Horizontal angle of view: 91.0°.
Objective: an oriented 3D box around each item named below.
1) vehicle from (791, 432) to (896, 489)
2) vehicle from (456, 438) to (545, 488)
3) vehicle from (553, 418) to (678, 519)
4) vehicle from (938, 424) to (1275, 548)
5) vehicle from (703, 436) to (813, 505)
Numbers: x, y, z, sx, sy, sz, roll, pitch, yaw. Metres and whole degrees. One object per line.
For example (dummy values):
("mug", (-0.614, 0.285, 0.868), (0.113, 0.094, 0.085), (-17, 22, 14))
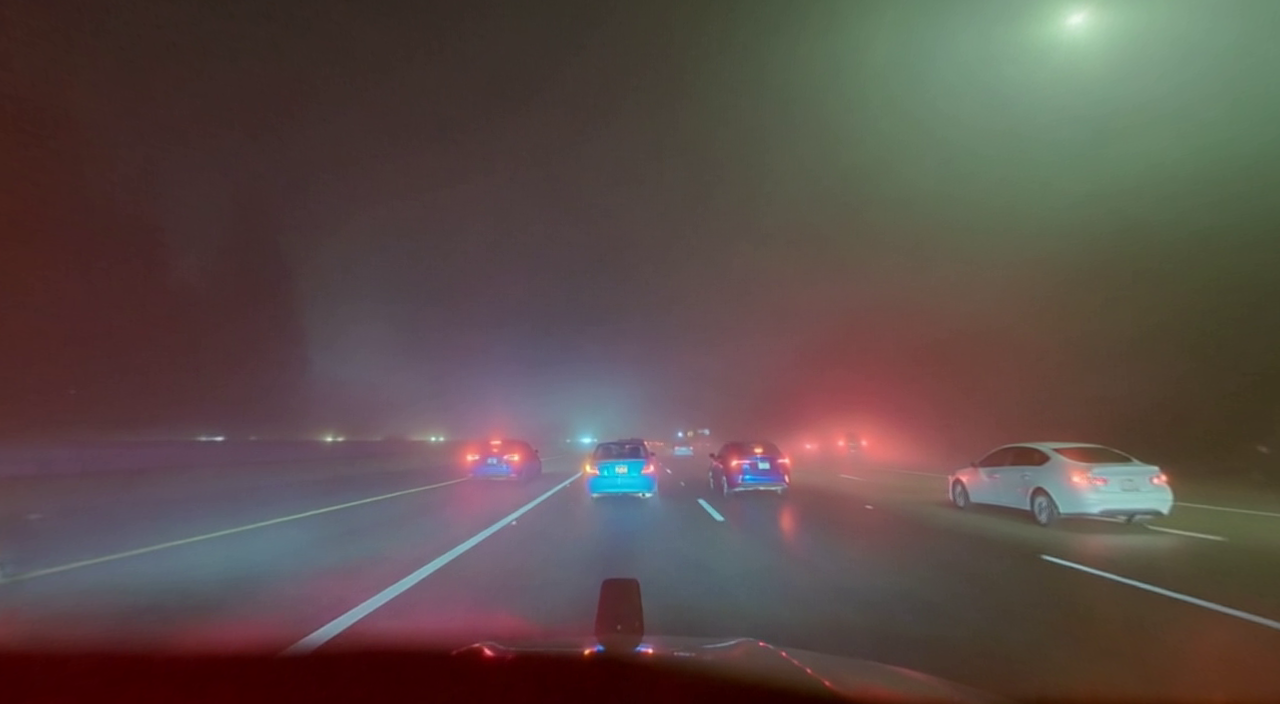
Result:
("vehicle", (6.845, 3.684, 21.728), (2.022, 1.735, 4.400), (1, -9, -2))
("vehicle", (-4.721, 3.829, 22.124), (2.071, 1.537, 4.912), (1, -9, -1))
("vehicle", (-0.435, 2.334, 13.011), (2.181, 1.728, 3.970), (1, -9, 0))
("vehicle", (7.388, 2.159, 10.837), (2.106, 1.641, 4.671), (1, -9, -2))
("vehicle", (2.885, 3.002, 16.401), (1.975, 1.532, 4.227), (1, -9, -1))
